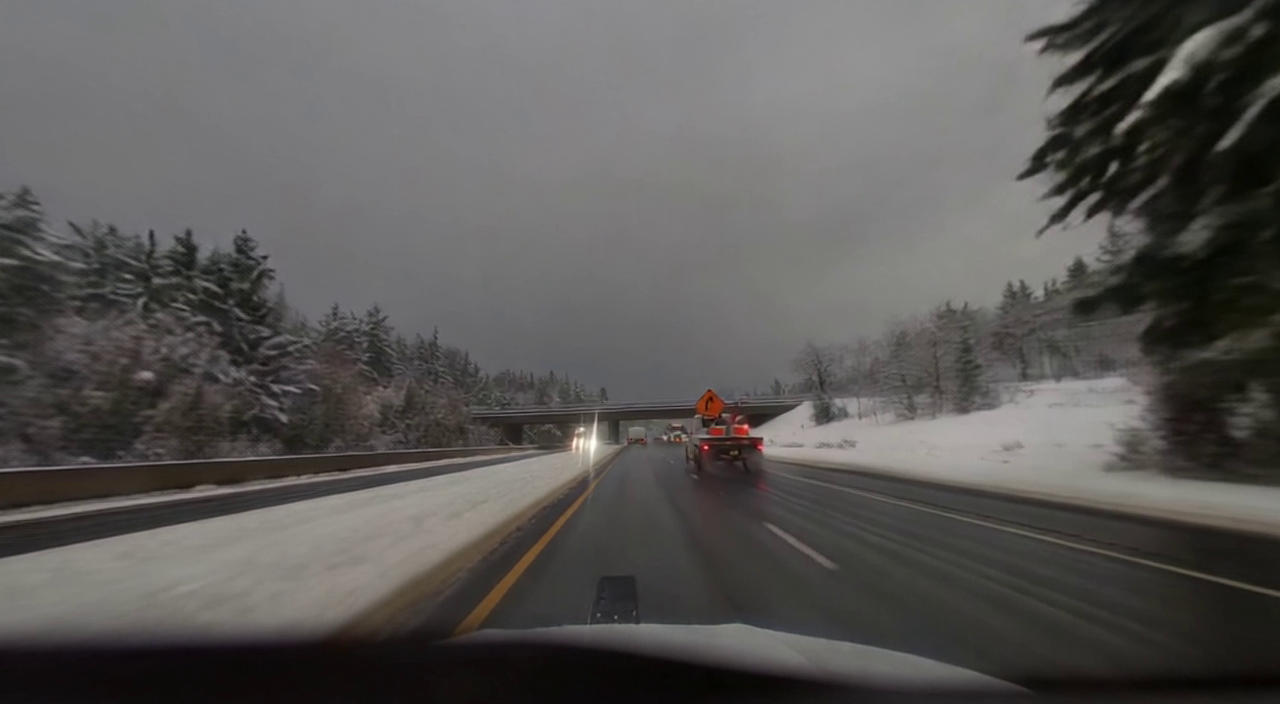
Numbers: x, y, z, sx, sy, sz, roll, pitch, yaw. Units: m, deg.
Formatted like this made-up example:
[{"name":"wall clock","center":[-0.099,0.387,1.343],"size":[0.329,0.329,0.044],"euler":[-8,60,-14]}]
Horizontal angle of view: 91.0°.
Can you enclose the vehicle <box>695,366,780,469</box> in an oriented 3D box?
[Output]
[{"name":"vehicle","center":[4.300,3.103,29.031],"size":[2.875,4.206,4.999],"euler":[-2,-8,-1]}]
